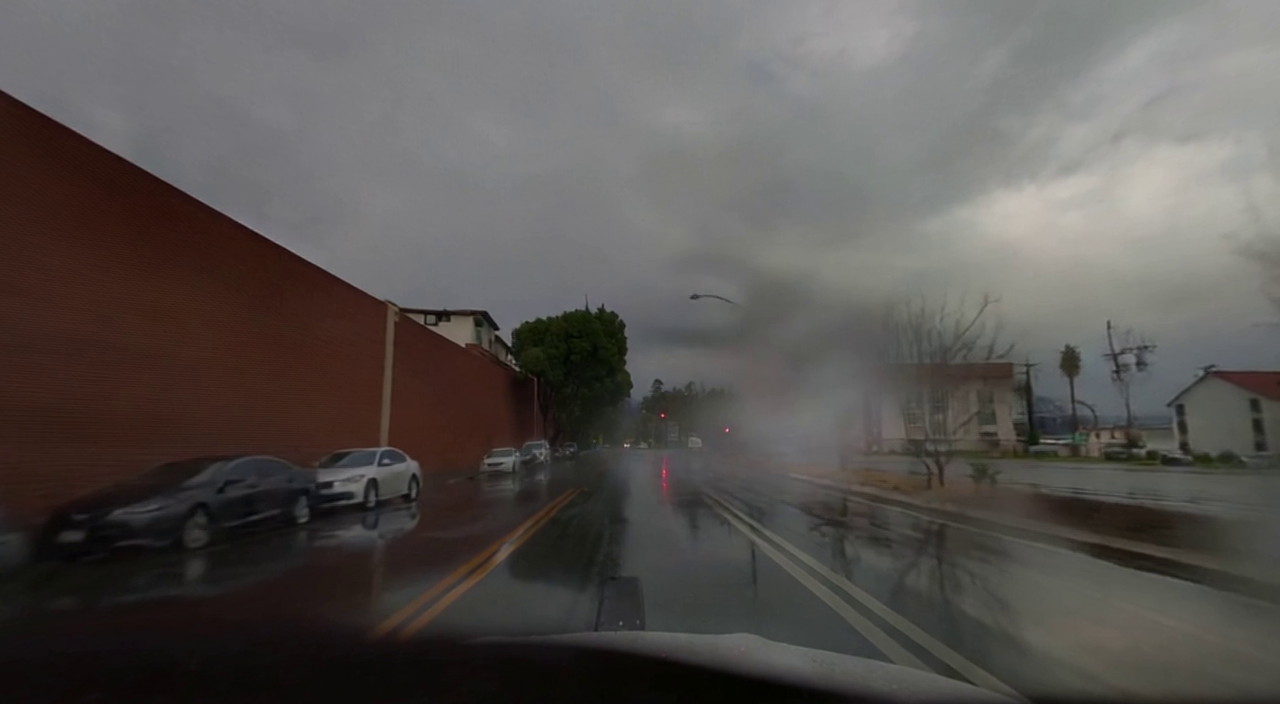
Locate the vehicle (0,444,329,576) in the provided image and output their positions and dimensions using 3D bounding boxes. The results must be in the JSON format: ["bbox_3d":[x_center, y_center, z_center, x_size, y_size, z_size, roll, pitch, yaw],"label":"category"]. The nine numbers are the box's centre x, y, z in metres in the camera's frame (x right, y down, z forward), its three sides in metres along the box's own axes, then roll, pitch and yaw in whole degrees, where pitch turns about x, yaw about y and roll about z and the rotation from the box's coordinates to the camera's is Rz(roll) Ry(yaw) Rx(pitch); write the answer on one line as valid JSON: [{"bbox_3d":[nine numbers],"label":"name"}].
[{"bbox_3d":[-6.763,2.182,9.673,1.760,1.434,4.471,1,-8,-1],"label":"vehicle"}]

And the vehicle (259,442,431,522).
[{"bbox_3d":[-6.755,2.977,15.171,1.929,1.491,4.642,3,-8,-1],"label":"vehicle"}]

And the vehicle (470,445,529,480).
[{"bbox_3d":[-6.999,5.523,31.856,1.989,1.485,4.218,1,-8,0],"label":"vehicle"}]
